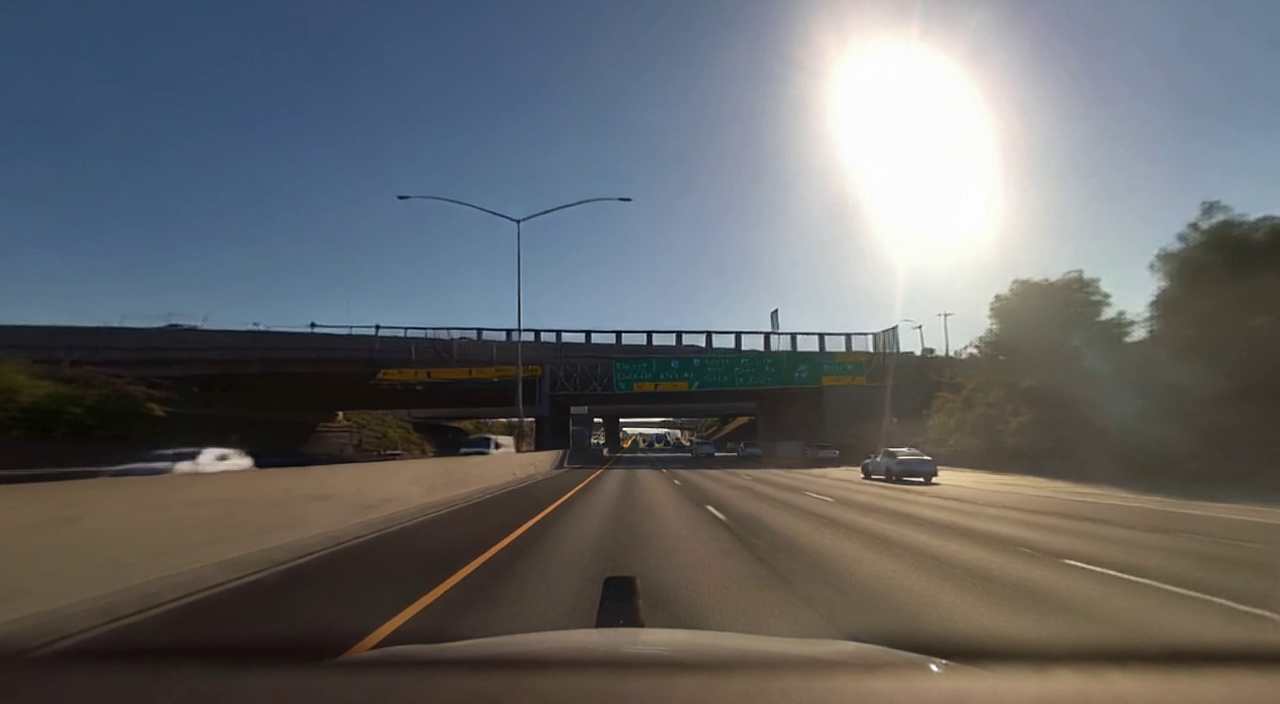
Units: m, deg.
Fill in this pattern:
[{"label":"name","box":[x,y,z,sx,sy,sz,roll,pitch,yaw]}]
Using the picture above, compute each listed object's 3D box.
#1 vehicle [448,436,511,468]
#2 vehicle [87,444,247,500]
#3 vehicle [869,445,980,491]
[{"label":"vehicle","box":[-8.699,5.463,34.648,2.520,1.621,4.165,-1,-9,-2]},{"label":"vehicle","box":[-15.291,3.859,20.767,1.918,1.569,4.146,0,-8,2]},{"label":"vehicle","box":[9.685,3.937,21.890,1.836,1.418,4.132,0,-9,-1]}]
